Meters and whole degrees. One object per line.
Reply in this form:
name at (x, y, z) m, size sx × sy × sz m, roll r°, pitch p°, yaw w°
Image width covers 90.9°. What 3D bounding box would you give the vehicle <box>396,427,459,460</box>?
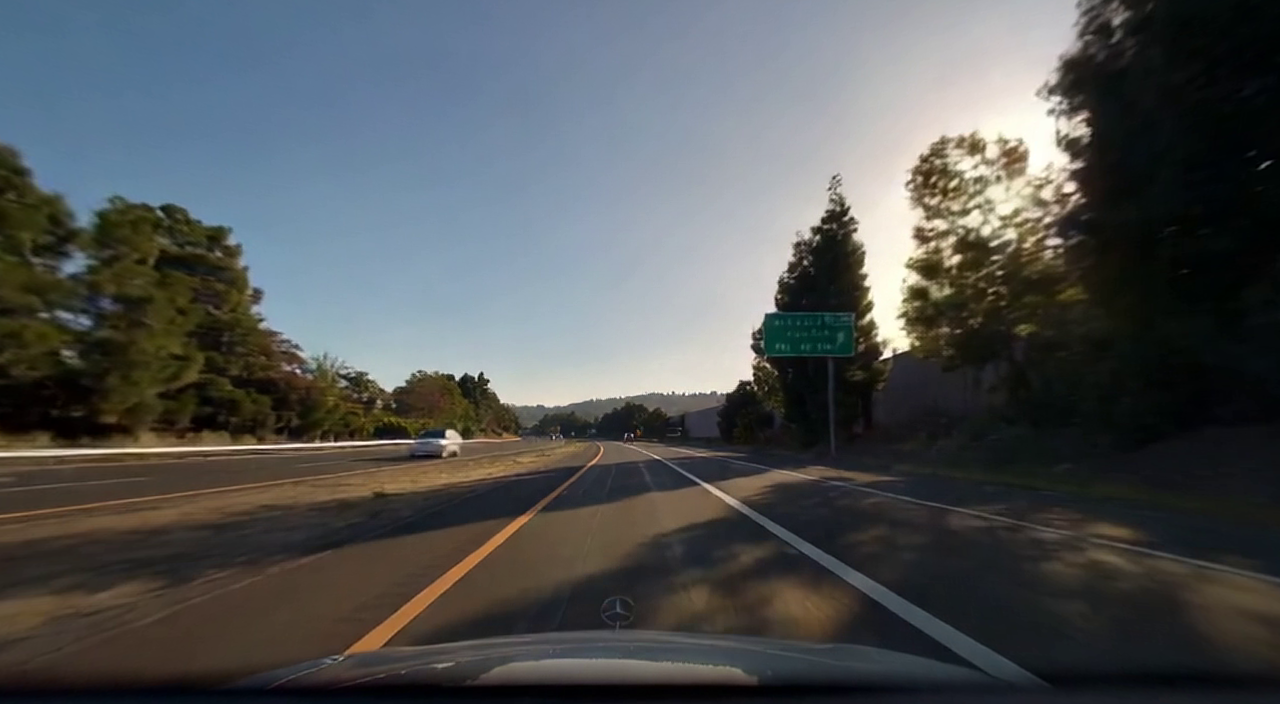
vehicle at (-9.965, 4.323, 29.835) m, size 1.771 × 1.461 × 3.643 m, roll 0°, pitch -8°, yaw -1°
